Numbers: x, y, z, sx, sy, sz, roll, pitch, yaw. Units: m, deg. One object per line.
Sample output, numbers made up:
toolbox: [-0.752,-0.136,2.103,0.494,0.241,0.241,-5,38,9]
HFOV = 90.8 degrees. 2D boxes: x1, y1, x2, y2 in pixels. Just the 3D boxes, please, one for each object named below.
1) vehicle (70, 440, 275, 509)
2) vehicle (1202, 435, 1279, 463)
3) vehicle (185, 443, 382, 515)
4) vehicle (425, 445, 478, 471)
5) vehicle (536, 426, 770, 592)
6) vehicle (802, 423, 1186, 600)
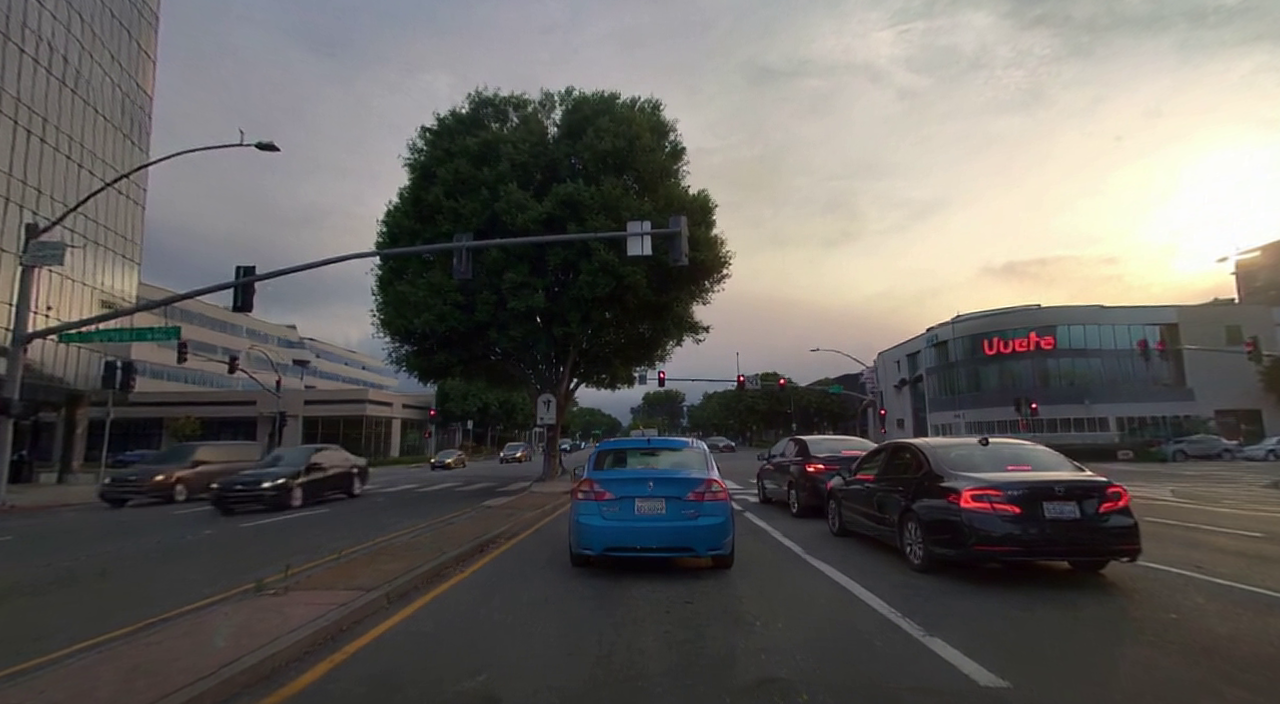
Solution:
vehicle: [-12.732,3.329,17.734,2.166,1.659,4.654,0,-9,0]
vehicle: [35.225,5.535,36.156,4.190,1.535,1.998,0,-9,-1]
vehicle: [-8.393,3.007,15.522,2.090,1.475,4.616,0,-9,1]
vehicle: [-11.705,6.598,39.539,1.922,1.466,4.422,0,-9,1]
vehicle: [0.095,1.717,7.731,2.087,1.468,4.014,0,-9,-1]
vehicle: [3.621,1.713,7.735,2.018,1.491,4.544,0,-9,-1]
